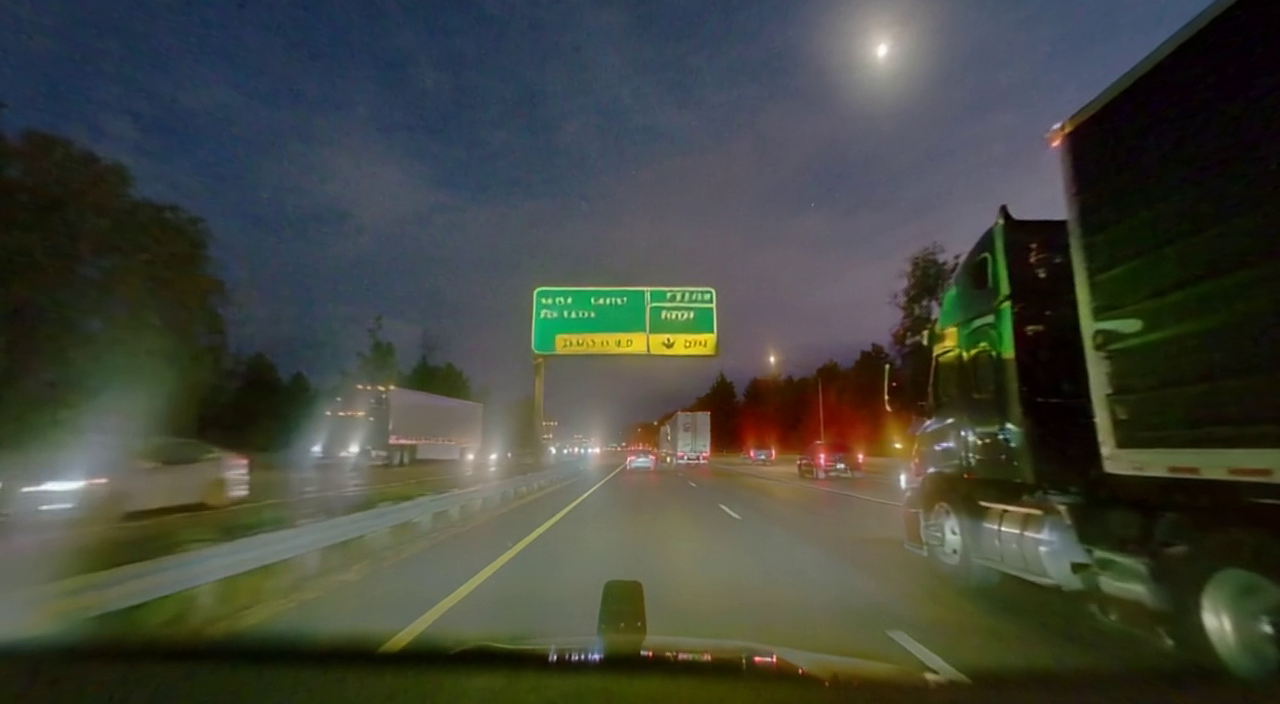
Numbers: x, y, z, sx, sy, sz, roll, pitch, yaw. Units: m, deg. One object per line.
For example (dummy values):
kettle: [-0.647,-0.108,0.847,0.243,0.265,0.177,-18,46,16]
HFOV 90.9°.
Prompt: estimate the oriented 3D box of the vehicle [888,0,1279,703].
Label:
vehicle: [3.612,0.149,1.813,2.975,2.936,6.573,0,-9,-1]

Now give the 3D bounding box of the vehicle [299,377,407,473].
vehicle: [-12.179,3.178,27.087,3.045,3.890,2.977,0,-9,0]

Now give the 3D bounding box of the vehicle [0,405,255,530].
vehicle: [-7.868,1.666,9.451,1.740,1.474,3.855,0,-9,-1]

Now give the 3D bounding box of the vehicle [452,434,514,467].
vehicle: [-7.982,5.063,32.386,2.003,1.558,4.213,0,-9,1]

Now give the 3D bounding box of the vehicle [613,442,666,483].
vehicle: [-0.029,4.695,26.970,2.111,1.599,3.859,0,-9,0]

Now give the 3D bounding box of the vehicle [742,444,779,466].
vehicle: [9.474,8.118,49.815,1.902,1.652,3.995,0,-9,-2]
